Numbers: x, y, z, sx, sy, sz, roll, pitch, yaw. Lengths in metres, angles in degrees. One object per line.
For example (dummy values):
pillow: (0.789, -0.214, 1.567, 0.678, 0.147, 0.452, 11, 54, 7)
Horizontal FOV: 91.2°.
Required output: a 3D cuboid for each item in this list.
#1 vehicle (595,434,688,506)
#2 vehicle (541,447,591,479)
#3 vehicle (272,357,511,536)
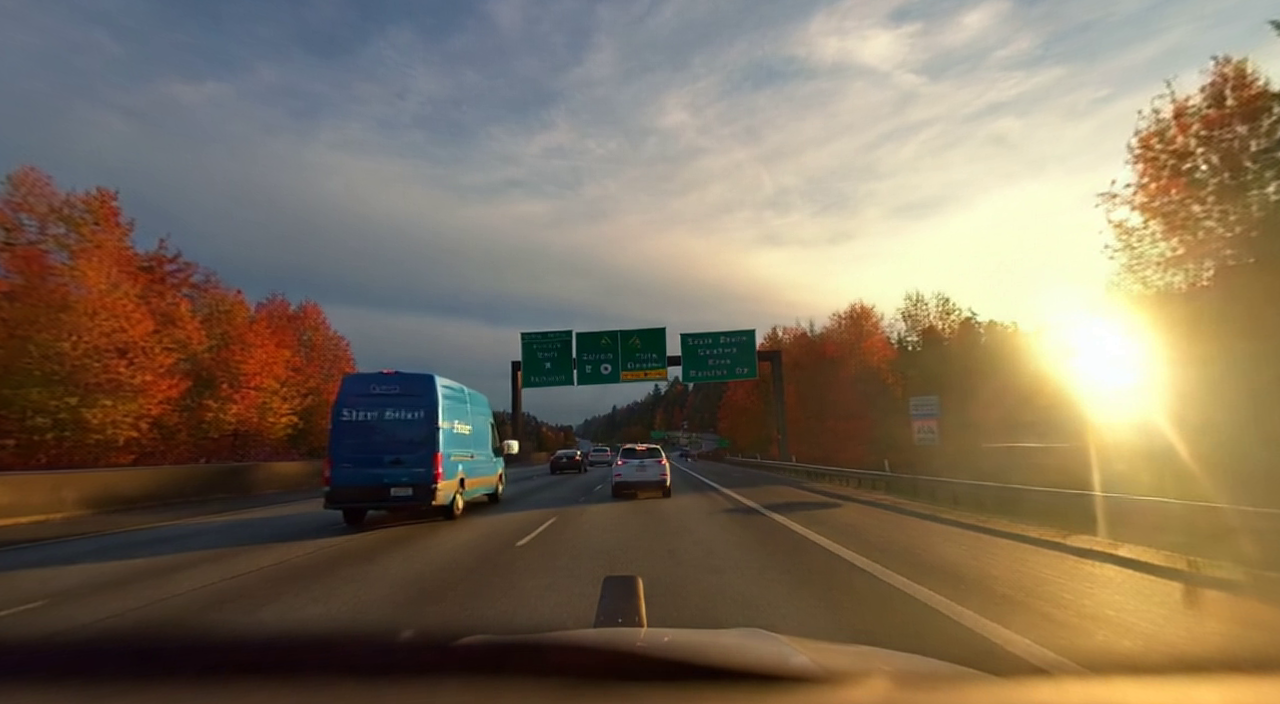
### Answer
vehicle: (0.050, 3.092, 16.841, 2.195, 1.679, 4.070, 0, -9, 1)
vehicle: (-3.700, 5.608, 32.043, 2.015, 1.496, 4.312, 0, -9, 1)
vehicle: (-4.337, 1.853, 12.408, 2.275, 2.692, 5.810, 0, -9, 0)
